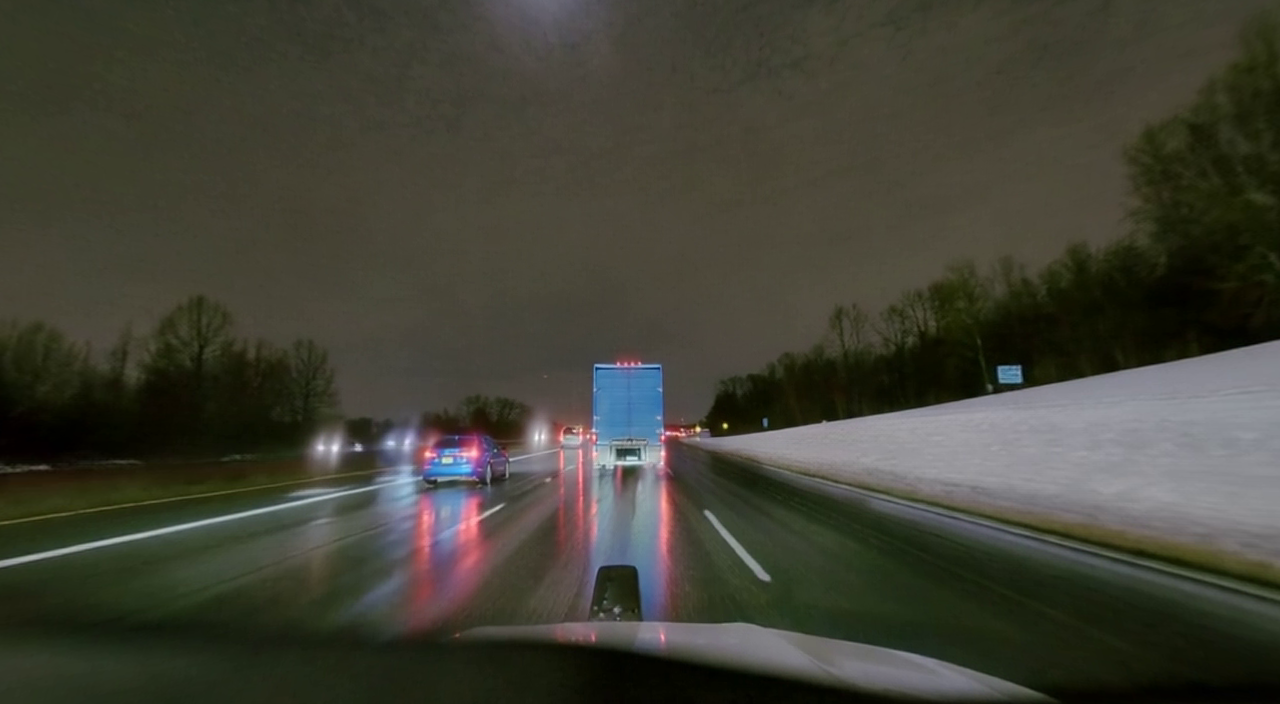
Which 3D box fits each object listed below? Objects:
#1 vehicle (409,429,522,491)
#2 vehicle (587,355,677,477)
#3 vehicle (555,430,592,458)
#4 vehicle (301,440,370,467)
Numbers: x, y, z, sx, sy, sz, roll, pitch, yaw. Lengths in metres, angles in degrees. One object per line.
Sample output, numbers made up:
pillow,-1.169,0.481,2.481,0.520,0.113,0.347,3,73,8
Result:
vehicle,-4.742,2.972,17.800,1.931,1.539,4.441,0,-8,0
vehicle,-0.371,2.763,25.884,2.953,4.041,10.072,0,-8,-1
vehicle,-4.556,6.357,43.774,2.019,1.834,4.644,0,-8,0
vehicle,-18.140,6.024,37.658,1.883,1.499,4.621,0,-8,-1
